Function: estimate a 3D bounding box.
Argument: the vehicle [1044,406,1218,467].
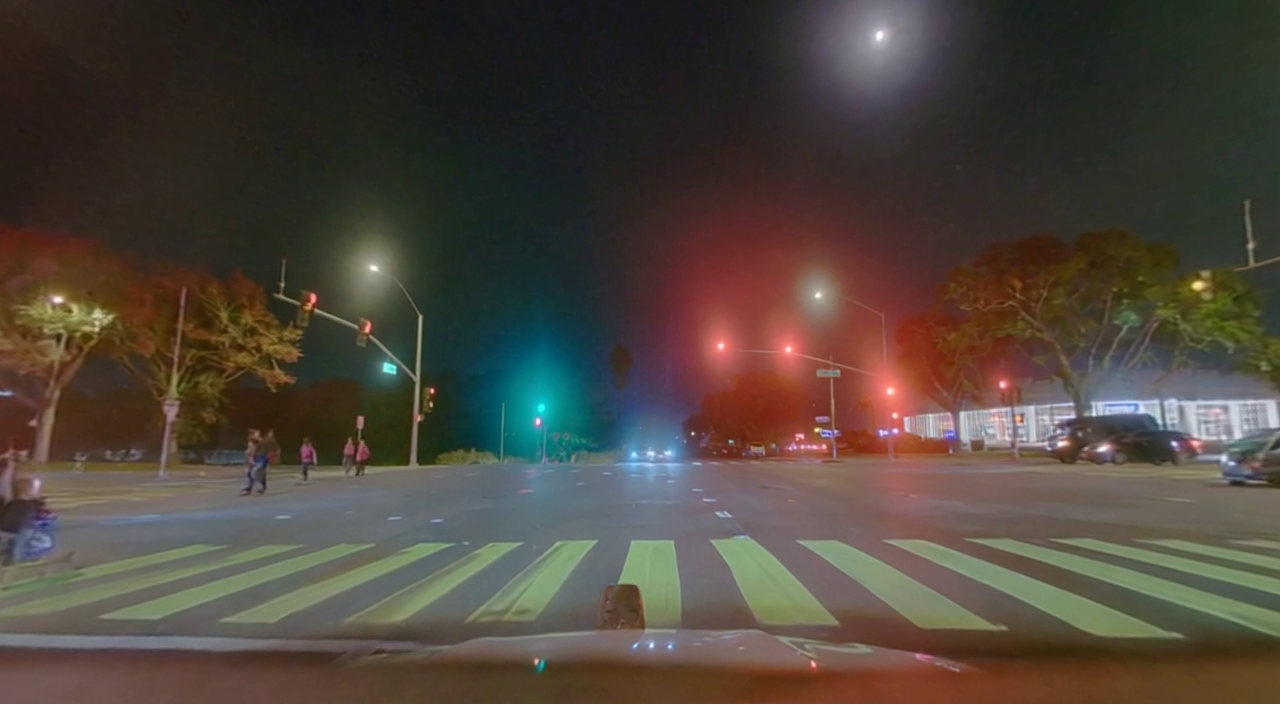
[{"bbox_3d":[22.994,4.014,29.858,5.855,2.746,2.523,-1,-9,4],"label":"vehicle"}]

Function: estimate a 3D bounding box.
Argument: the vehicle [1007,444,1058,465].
[{"bbox_3d":[27.722,7.266,44.755,1.589,1.405,3.633,-1,-9,6],"label":"vehicle"}]

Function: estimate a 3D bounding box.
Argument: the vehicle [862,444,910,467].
[{"bbox_3d":[17.557,7.379,45.282,1.789,1.557,4.293,0,-9,1],"label":"vehicle"}]

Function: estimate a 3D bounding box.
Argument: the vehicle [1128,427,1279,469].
[{"bbox_3d":[21.366,3.567,23.485,4.740,1.464,1.876,-1,-9,3],"label":"vehicle"}]
